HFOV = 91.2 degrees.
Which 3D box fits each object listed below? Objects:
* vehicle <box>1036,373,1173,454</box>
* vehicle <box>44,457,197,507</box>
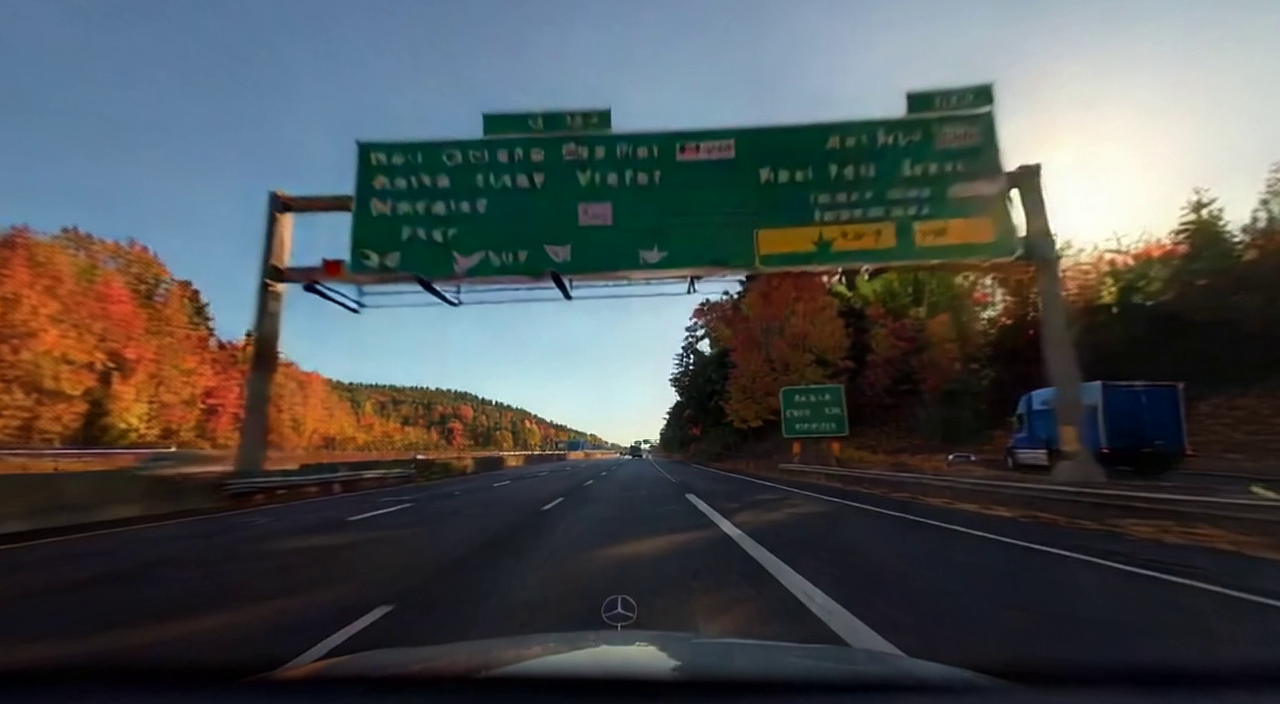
[{"bbox_3d":[26.228,3.759,36.086,2.946,4.034,8.673,-3,-9,14],"label":"vehicle"},{"bbox_3d":[-17.657,4.389,21.596,1.788,1.470,3.980,-1,-9,2],"label":"vehicle"}]
